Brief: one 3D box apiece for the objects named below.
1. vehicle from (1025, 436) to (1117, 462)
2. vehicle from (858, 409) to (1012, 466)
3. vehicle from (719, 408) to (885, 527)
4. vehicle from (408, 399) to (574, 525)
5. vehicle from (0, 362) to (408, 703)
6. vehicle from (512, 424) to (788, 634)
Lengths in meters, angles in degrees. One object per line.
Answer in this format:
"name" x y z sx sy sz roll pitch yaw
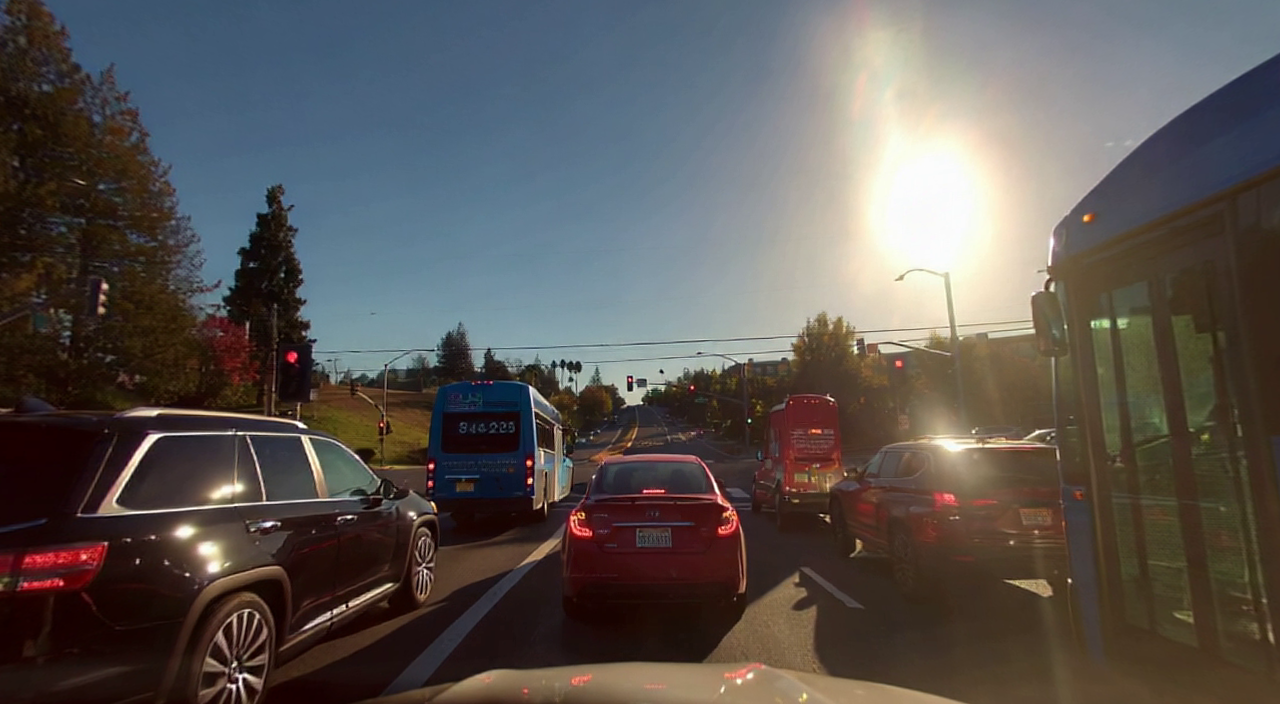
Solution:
"vehicle" 25.868 5.818 37.996 4.229 1.489 1.794 0 -8 -1
"vehicle" 17.569 5.133 37.922 7.839 3.213 2.628 0 -8 -3
"vehicle" 3.131 2.401 13.658 2.143 2.036 5.367 0 -8 0
"vehicle" -2.940 2.348 13.946 2.335 2.221 5.165 0 -8 1
"vehicle" -3.408 1.179 4.621 1.921 1.701 3.989 0 -8 -1
"vehicle" 0.063 1.547 6.416 1.976 1.485 3.624 0 -8 0
